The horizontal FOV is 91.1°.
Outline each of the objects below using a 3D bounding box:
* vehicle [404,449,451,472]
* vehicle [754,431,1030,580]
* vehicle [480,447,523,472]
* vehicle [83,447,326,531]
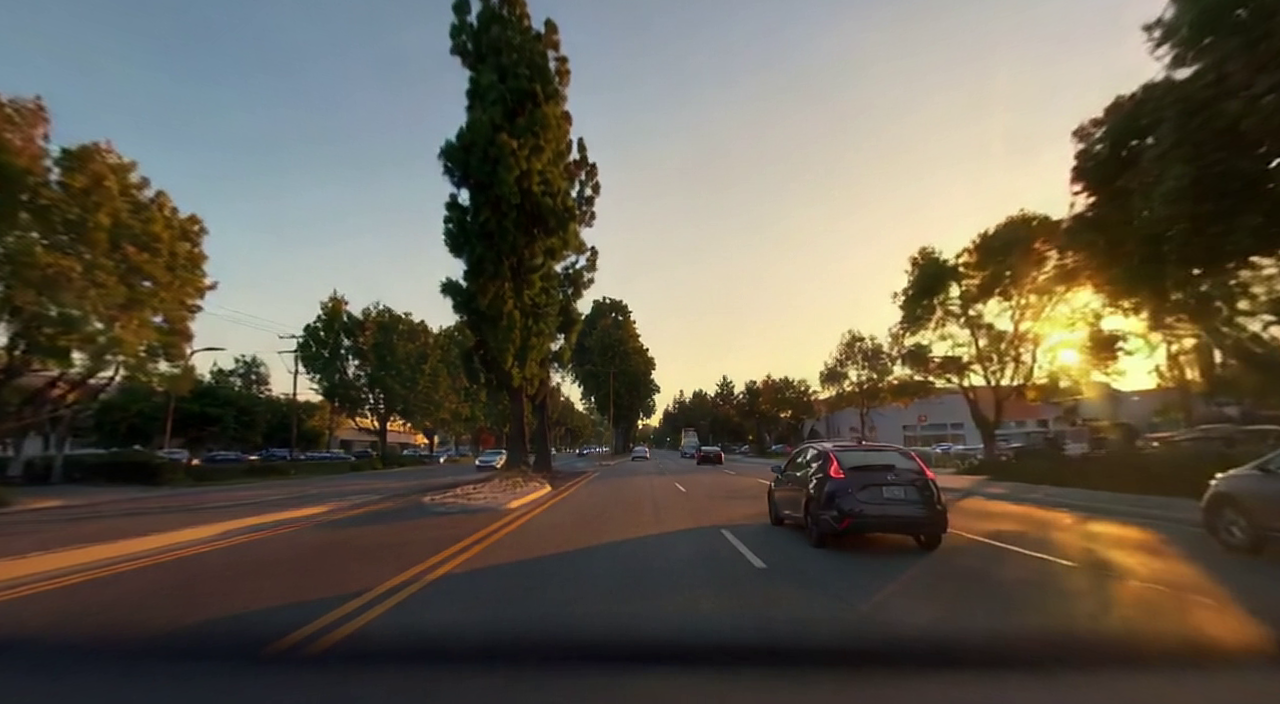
[{"bbox_3d":[-15.770,8.058,46.807,1.951,1.628,4.325,0,-9,1],"label":"vehicle"},{"bbox_3d":[2.974,1.897,8.655,1.935,1.501,4.384,0,-8,-1],"label":"vehicle"},{"bbox_3d":[-8.862,6.908,40.432,1.853,1.504,3.791,0,-9,1],"label":"vehicle"},{"bbox_3d":[-8.882,2.776,13.434,1.919,1.474,4.444,0,-9,1],"label":"vehicle"}]
